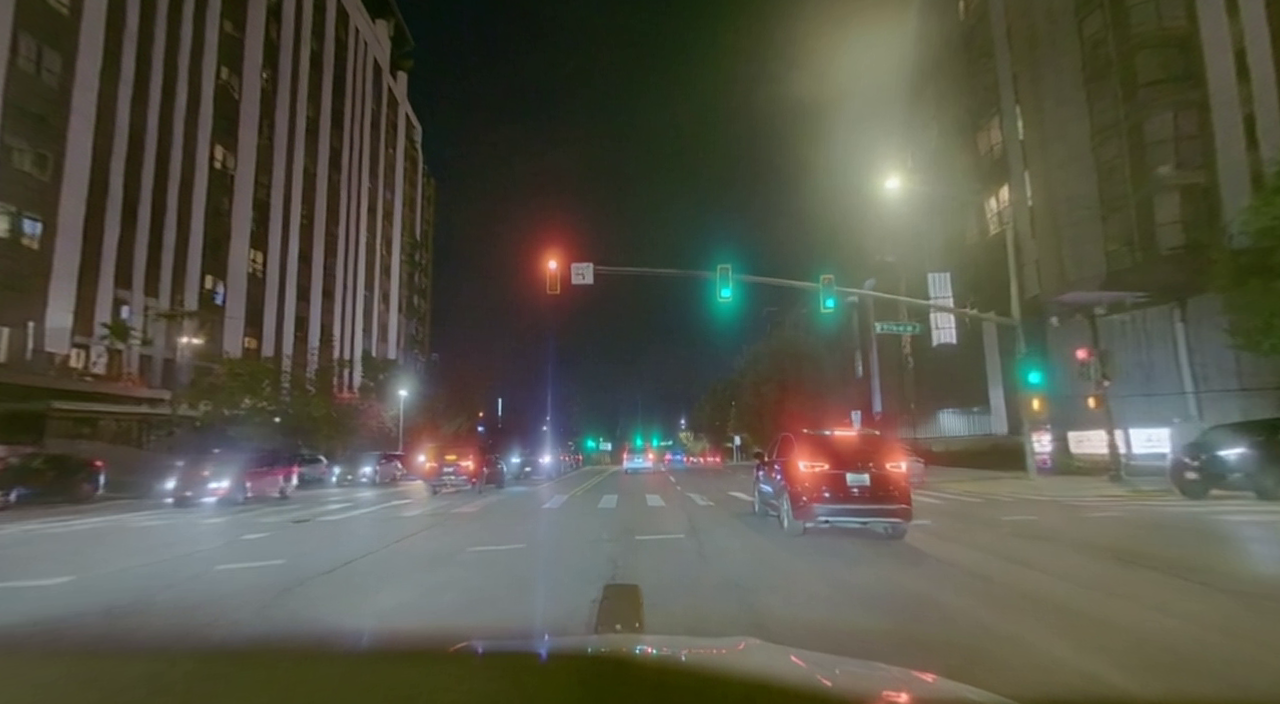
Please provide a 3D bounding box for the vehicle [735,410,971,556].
[{"bbox_3d":[3.100,2.019,10.549,2.129,1.844,4.767,0,-8,-2],"label":"vehicle"}]

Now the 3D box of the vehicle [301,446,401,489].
[{"bbox_3d":[-11.880,4.737,26.327,2.183,1.630,4.221,0,-8,-1],"label":"vehicle"}]

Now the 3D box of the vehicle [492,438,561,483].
[{"bbox_3d":[-4.971,4.815,28.463,2.275,1.816,4.923,0,-8,-1],"label":"vehicle"}]

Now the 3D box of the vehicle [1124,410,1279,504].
[{"bbox_3d":[15.271,2.424,14.928,5.888,1.985,2.357,0,-8,-6],"label":"vehicle"}]

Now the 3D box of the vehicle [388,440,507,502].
[{"bbox_3d":[-5.536,3.477,18.913,2.062,1.532,4.830,-2,-9,0],"label":"vehicle"}]

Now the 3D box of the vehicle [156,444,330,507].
[{"bbox_3d":[-11.755,3.628,19.250,2.001,1.638,4.980,0,-8,1],"label":"vehicle"}]

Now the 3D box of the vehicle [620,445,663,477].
[{"bbox_3d":[0.056,5.611,32.796,2.059,1.492,4.033,0,-8,-1],"label":"vehicle"}]

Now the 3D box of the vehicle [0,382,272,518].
[{"bbox_3d":[-15.176,3.005,18.878,2.932,3.089,8.772,0,-10,1],"label":"vehicle"}]
